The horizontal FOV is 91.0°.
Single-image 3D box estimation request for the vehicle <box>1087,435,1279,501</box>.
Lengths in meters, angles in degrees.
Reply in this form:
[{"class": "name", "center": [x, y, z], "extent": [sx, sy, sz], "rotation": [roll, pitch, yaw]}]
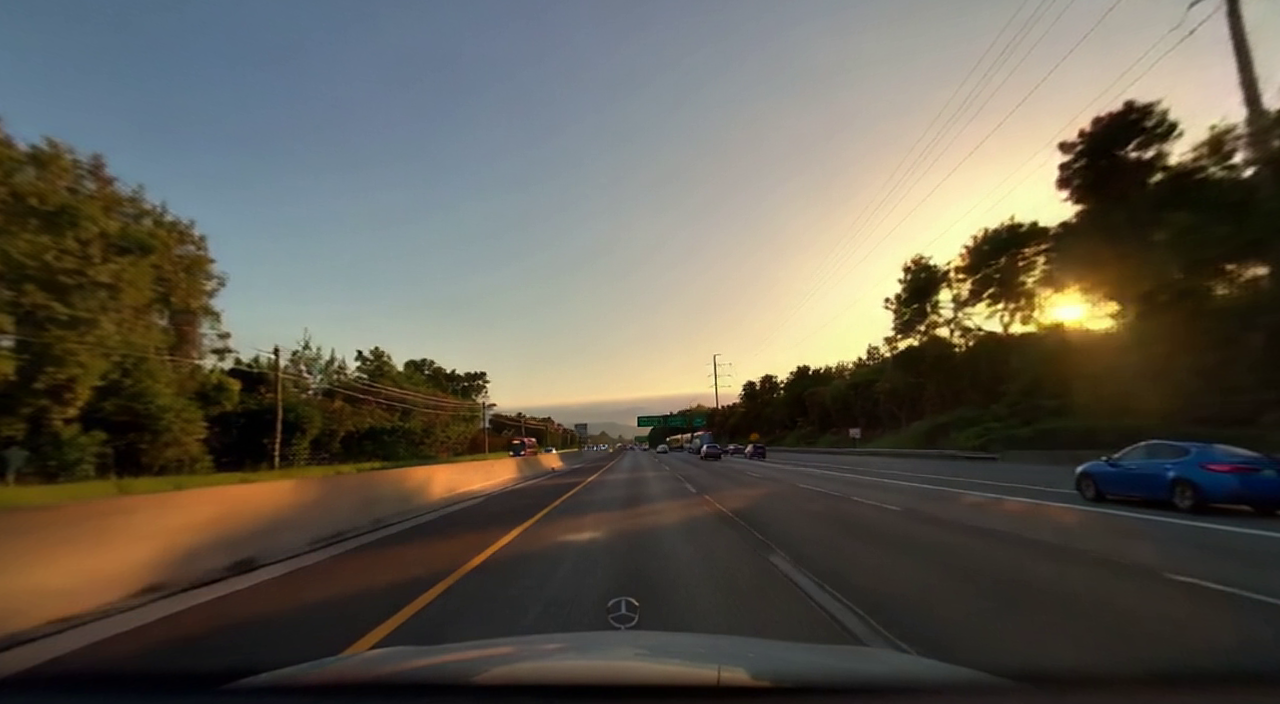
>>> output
[{"class": "vehicle", "center": [14.660, 3.008, 16.747], "extent": [2.089, 1.484, 4.573], "rotation": [0, -9, -1]}]
